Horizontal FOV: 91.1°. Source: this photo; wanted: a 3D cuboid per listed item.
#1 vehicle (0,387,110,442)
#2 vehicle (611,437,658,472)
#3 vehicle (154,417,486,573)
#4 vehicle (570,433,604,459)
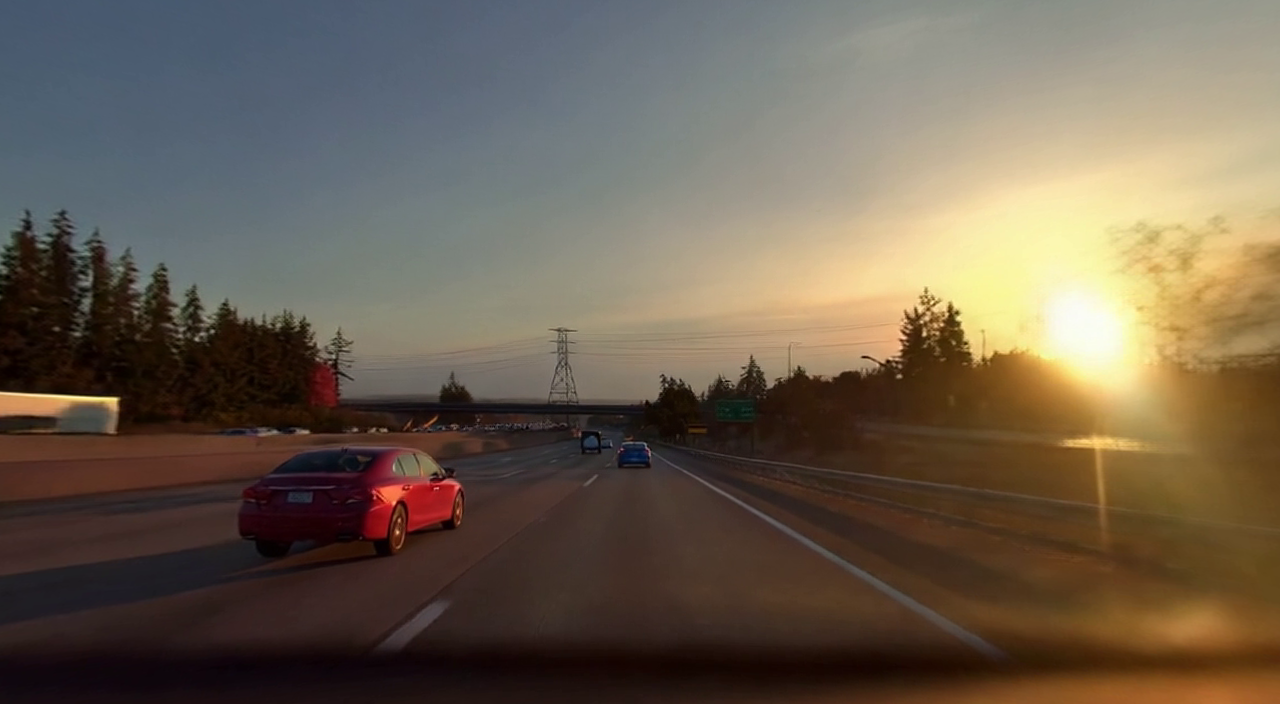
[{"bbox_3d":[-46.290,4.709,46.337,2.805,3.776,13.304,0,-8,-1],"label":"vehicle"},{"bbox_3d":[-0.259,4.554,28.108,1.954,1.460,3.983,0,-8,-1],"label":"vehicle"},{"bbox_3d":[-3.724,1.738,8.531,2.035,1.514,4.600,0,-8,1],"label":"vehicle"},{"bbox_3d":[-3.917,7.005,46.936,2.174,1.806,3.932,0,-8,0],"label":"vehicle"}]
